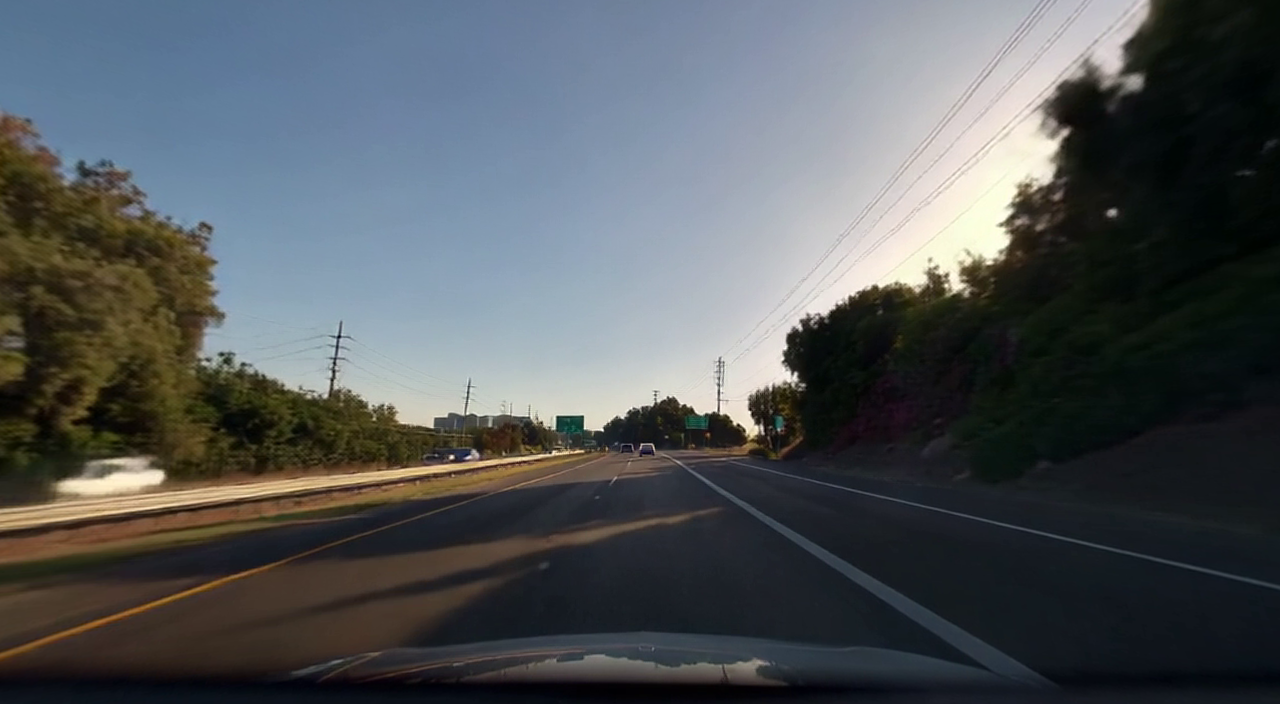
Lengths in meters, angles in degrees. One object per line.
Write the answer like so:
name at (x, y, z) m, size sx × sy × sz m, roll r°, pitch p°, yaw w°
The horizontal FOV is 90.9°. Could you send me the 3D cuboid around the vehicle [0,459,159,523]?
vehicle at (-16.991, 3.986, 18.547) m, size 1.904 × 1.490 × 4.703 m, roll -1°, pitch -8°, yaw 1°
